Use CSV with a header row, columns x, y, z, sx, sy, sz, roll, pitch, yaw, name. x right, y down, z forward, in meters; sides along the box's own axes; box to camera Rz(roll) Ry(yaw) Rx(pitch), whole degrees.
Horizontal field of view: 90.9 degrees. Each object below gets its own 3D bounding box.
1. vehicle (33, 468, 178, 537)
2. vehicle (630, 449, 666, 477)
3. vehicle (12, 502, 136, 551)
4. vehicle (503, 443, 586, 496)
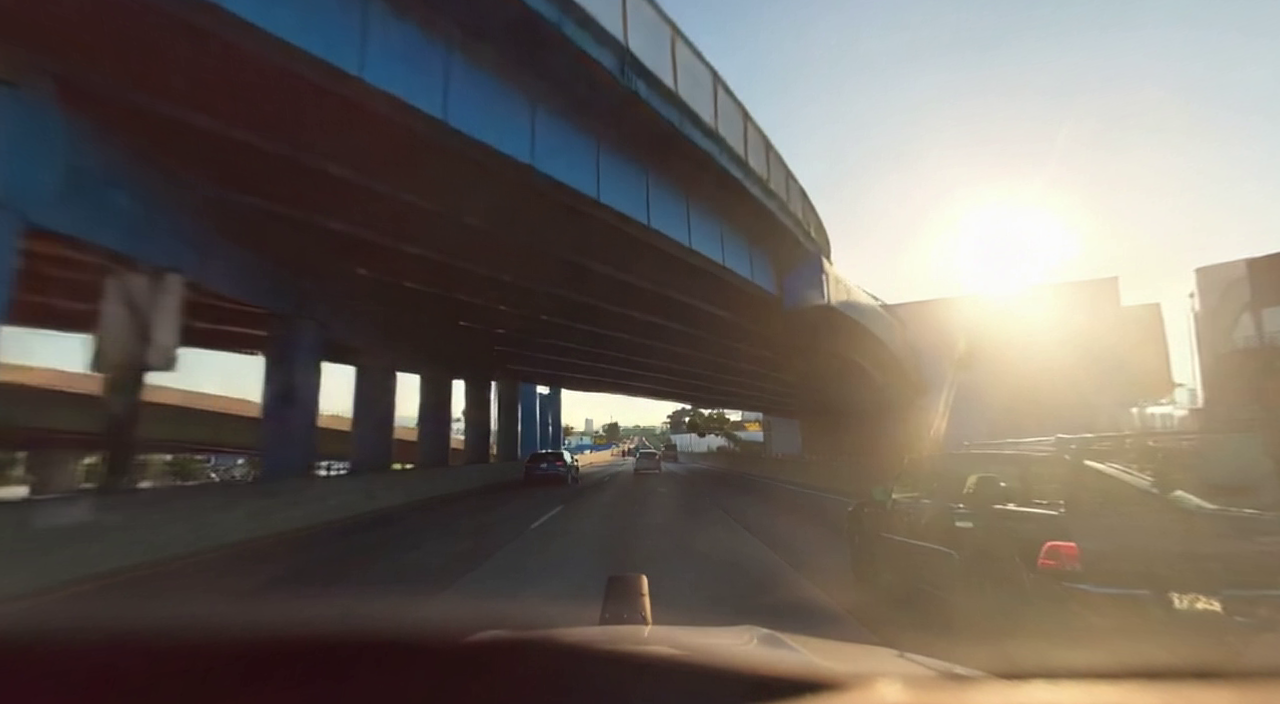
x,y,z,sx,sy,sz,roll,pitch,yaw,name
-37.198,10.393,44.500,3.004,3.950,8.532,0,-8,-3,vehicle
0.419,6.070,34.774,1.877,1.386,3.872,0,-8,-1,vehicle
-32.092,9.885,36.061,2.018,2.023,5.545,0,-8,-1,vehicle
-3.077,3.877,21.316,2.064,1.589,4.213,0,-8,1,vehicle
